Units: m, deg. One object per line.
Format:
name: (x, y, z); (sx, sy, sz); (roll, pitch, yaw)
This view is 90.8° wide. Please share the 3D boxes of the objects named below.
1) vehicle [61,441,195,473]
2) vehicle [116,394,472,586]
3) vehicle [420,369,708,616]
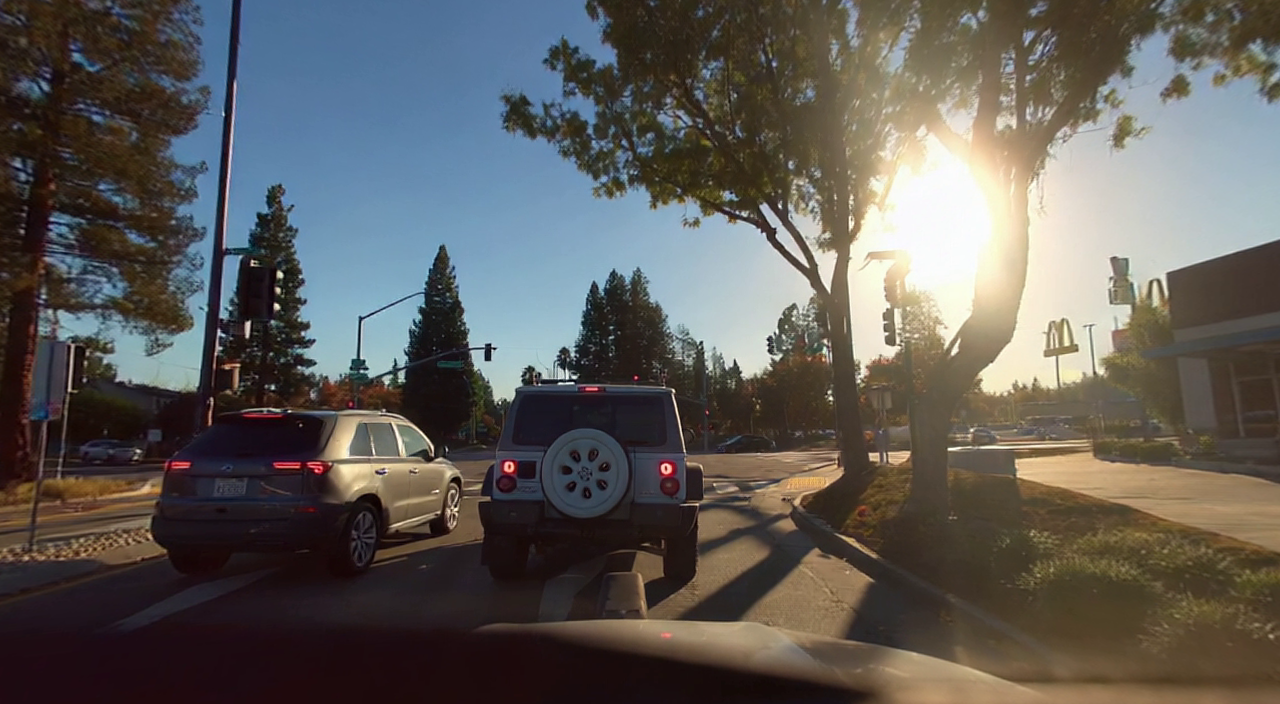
vehicle: (-25.239, 5.187, 31.371); (4.713, 1.445, 1.887); (4, -9, -24)
vehicle: (-3.910, 1.652, 8.346); (2.130, 1.819, 4.497); (0, -8, 0)
vehicle: (-0.630, 1.435, 7.331); (2.224, 1.923, 4.643); (0, -8, -1)
